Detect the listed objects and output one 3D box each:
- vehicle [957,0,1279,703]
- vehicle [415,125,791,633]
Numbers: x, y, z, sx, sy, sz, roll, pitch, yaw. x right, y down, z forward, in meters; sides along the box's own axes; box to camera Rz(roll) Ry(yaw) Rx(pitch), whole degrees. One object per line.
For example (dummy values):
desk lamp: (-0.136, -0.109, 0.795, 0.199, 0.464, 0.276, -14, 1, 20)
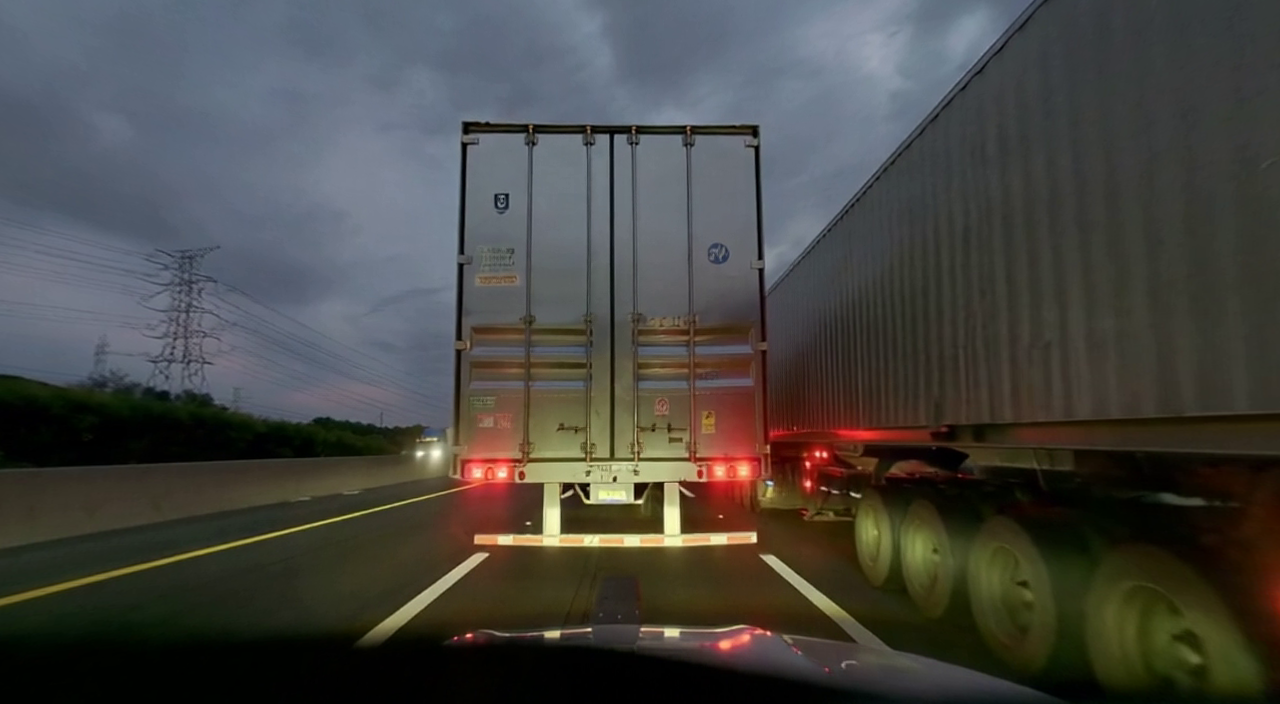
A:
vehicle: (3.578, -0.486, 0.152, 2.955, 3.777, 7.403, 0, -8, -1)
vehicle: (-0.295, 0.978, 11.030, 2.841, 4.071, 12.046, 0, -8, 0)
